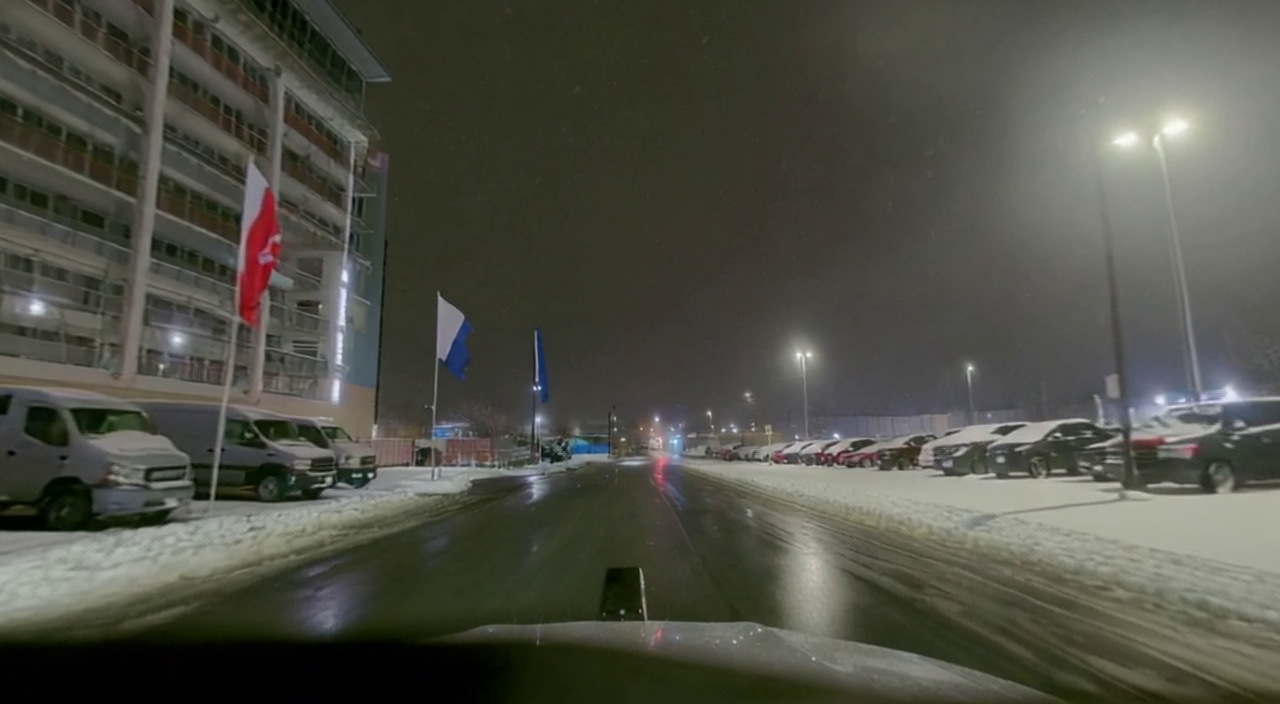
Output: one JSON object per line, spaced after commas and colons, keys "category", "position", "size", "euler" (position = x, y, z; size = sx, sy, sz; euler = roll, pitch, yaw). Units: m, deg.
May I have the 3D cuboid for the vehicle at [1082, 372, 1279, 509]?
{"category": "vehicle", "position": [11.844, 1.805, 12.789], "size": [6.017, 2.202, 2.328], "euler": [5, -10, -31]}

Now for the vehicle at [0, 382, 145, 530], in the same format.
{"category": "vehicle", "position": [-11.783, 1.779, 10.995], "size": [4.458, 2.299, 2.092], "euler": [0, -9, 1]}

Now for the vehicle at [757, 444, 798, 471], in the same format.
{"category": "vehicle", "position": [9.610, 7.282, 43.830], "size": [2.021, 1.753, 4.342], "euler": [-3, -9, 21]}

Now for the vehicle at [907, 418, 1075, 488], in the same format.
{"category": "vehicle", "position": [10.852, 3.219, 19.459], "size": [5.138, 1.778, 2.034], "euler": [8, -15, -30]}

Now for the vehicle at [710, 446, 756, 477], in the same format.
{"category": "vehicle", "position": [5.285, 6.266, 36.455], "size": [2.026, 1.659, 4.314], "euler": [0, -9, 0]}

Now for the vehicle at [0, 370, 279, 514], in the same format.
{"category": "vehicle", "position": [-11.136, 1.930, 13.629], "size": [5.254, 2.811, 2.188], "euler": [0, -9, 1]}

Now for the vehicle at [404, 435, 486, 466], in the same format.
{"category": "vehicle", "position": [-13.158, 6.617, 42.485], "size": [5.672, 1.963, 2.189], "euler": [-6, -11, 34]}
